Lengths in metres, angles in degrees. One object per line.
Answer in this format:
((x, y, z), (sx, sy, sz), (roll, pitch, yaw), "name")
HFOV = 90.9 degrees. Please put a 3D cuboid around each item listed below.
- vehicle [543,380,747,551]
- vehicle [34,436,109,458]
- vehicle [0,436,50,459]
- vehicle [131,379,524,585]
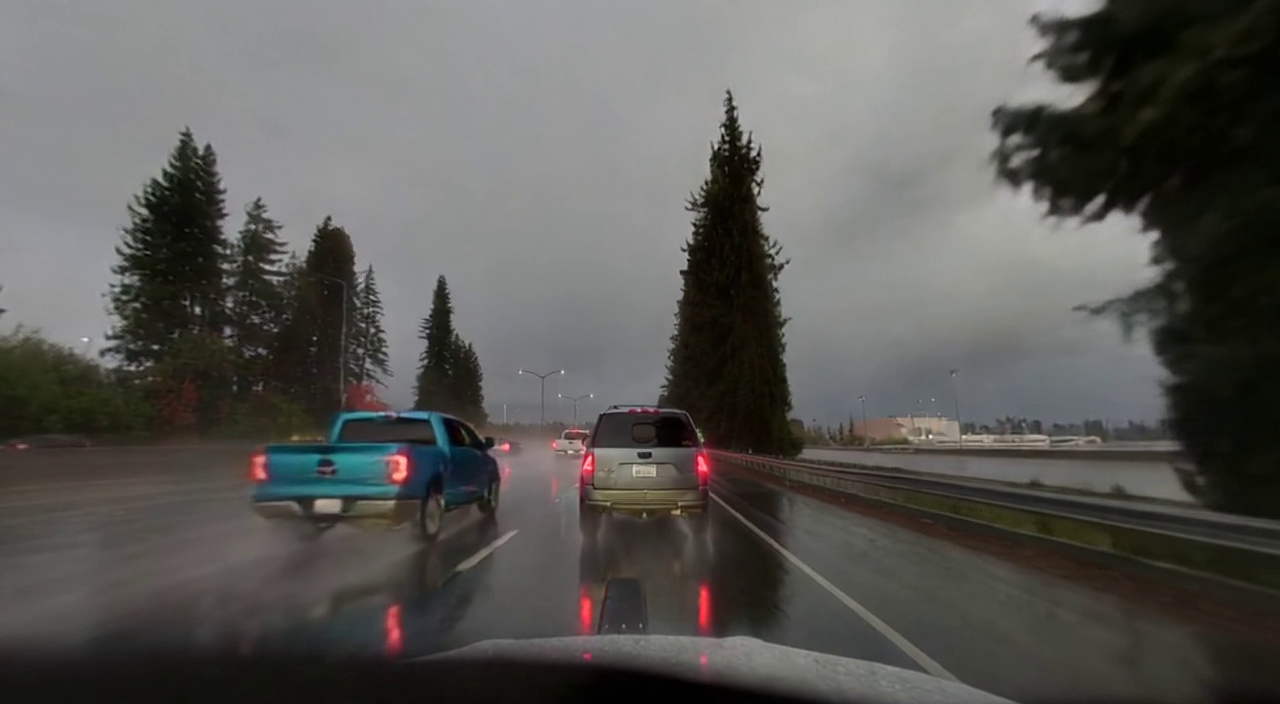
((0.053, 1.698, 9.908), (2.395, 2.013, 4.734), (0, -9, 0), "vehicle")
((-36.905, 6.171, 41.043), (1.643, 1.386, 3.351), (0, -9, 2), "vehicle")
((-40.846, 6.204, 40.992), (1.512, 1.377, 3.423), (0, -8, 2), "vehicle")
((-3.341, 1.607, 8.706), (2.235, 1.826, 6.106), (0, -9, 1), "vehicle")
